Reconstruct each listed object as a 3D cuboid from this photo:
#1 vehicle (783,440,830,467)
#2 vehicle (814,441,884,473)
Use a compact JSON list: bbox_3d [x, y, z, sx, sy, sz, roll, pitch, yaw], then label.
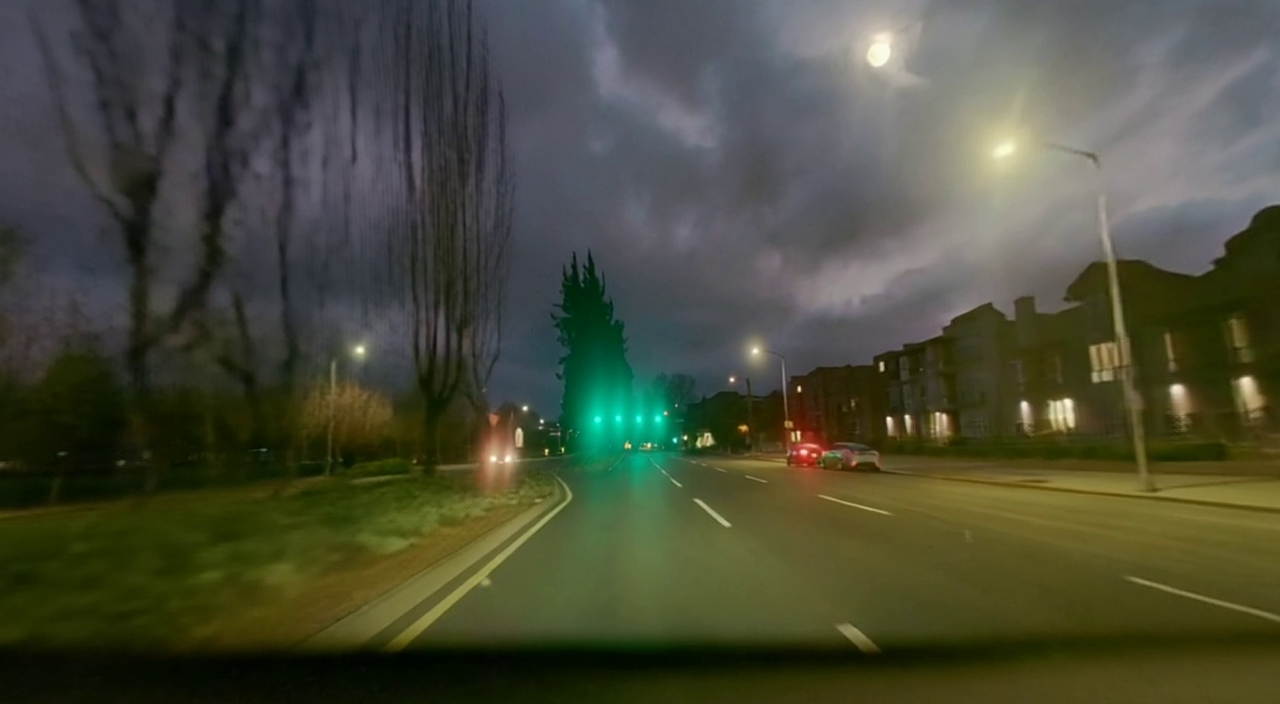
[{"bbox_3d":[10.396,6.368,39.714,1.889,1.631,4.021,0,-9,0],"label":"vehicle"},{"bbox_3d":[10.319,5.206,31.553,1.956,1.462,4.306,0,-9,-1],"label":"vehicle"}]
